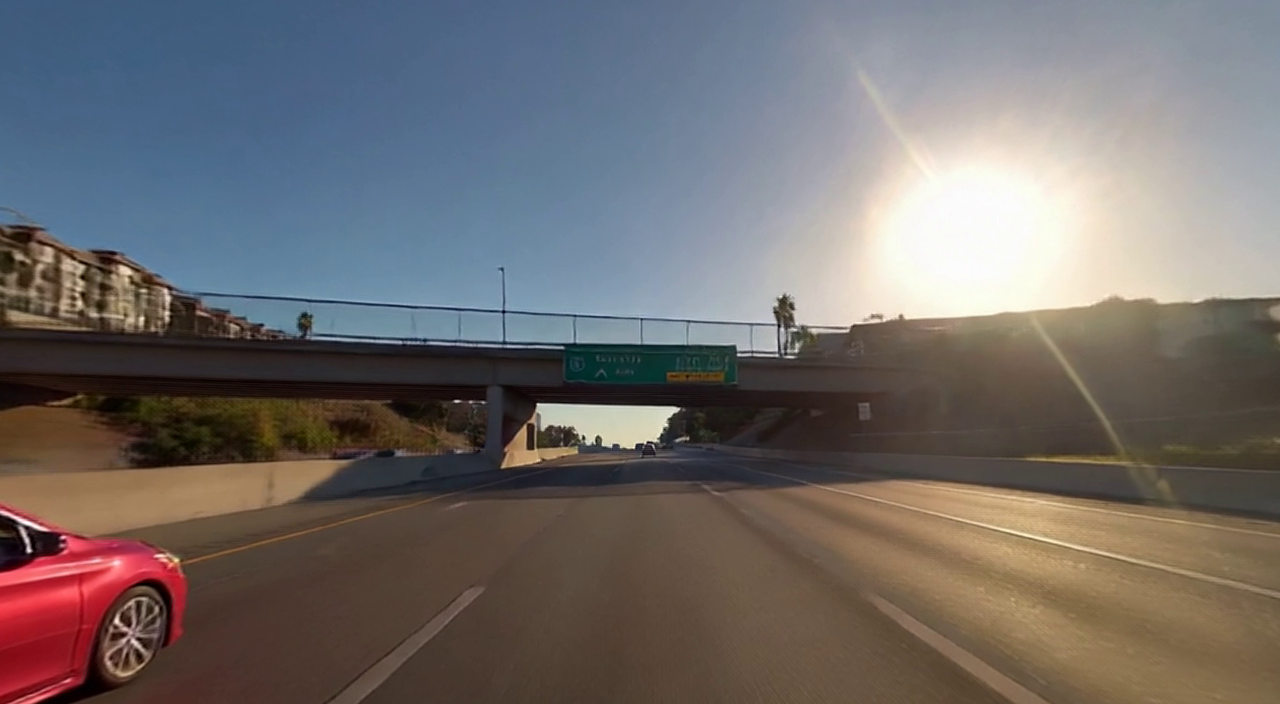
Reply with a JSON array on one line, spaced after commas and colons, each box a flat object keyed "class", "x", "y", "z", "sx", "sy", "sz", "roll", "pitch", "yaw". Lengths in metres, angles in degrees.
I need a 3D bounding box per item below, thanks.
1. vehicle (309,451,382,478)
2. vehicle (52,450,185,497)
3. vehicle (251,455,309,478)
[{"class": "vehicle", "x": -18.240, "y": 6.975, "z": 39.353, "sx": 2.143, "sy": 1.478, "sz": 4.829, "roll": 0, "pitch": -8, "yaw": 1}, {"class": "vehicle", "x": -21.421, "y": 4.949, "z": 26.169, "sx": 1.902, "sy": 1.751, "sz": 4.150, "roll": 0, "pitch": -8, "yaw": 0}, {"class": "vehicle", "x": -25.111, "y": 7.976, "z": 44.108, "sx": 1.791, "sy": 1.520, "sz": 3.763, "roll": 0, "pitch": -8, "yaw": 1}]
